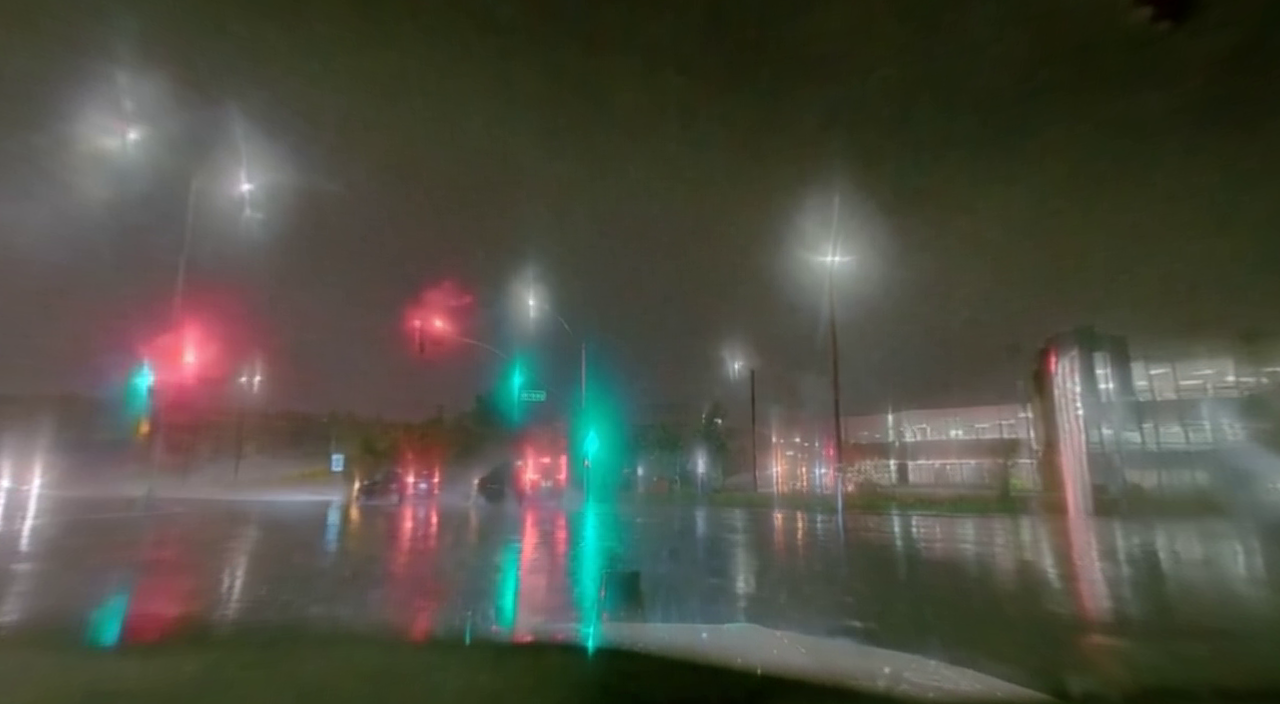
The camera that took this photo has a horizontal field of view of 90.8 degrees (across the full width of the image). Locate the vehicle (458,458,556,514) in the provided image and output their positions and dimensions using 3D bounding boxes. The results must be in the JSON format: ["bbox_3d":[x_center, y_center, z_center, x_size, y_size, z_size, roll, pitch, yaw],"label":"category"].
[{"bbox_3d":[-4.283,4.119,19.918,2.048,1.516,3.874,4,-10,-27],"label":"vehicle"}]

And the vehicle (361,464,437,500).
[{"bbox_3d":[-12.127,6.479,31.701,3.852,1.605,2.007,-9,-13,43],"label":"vehicle"}]
